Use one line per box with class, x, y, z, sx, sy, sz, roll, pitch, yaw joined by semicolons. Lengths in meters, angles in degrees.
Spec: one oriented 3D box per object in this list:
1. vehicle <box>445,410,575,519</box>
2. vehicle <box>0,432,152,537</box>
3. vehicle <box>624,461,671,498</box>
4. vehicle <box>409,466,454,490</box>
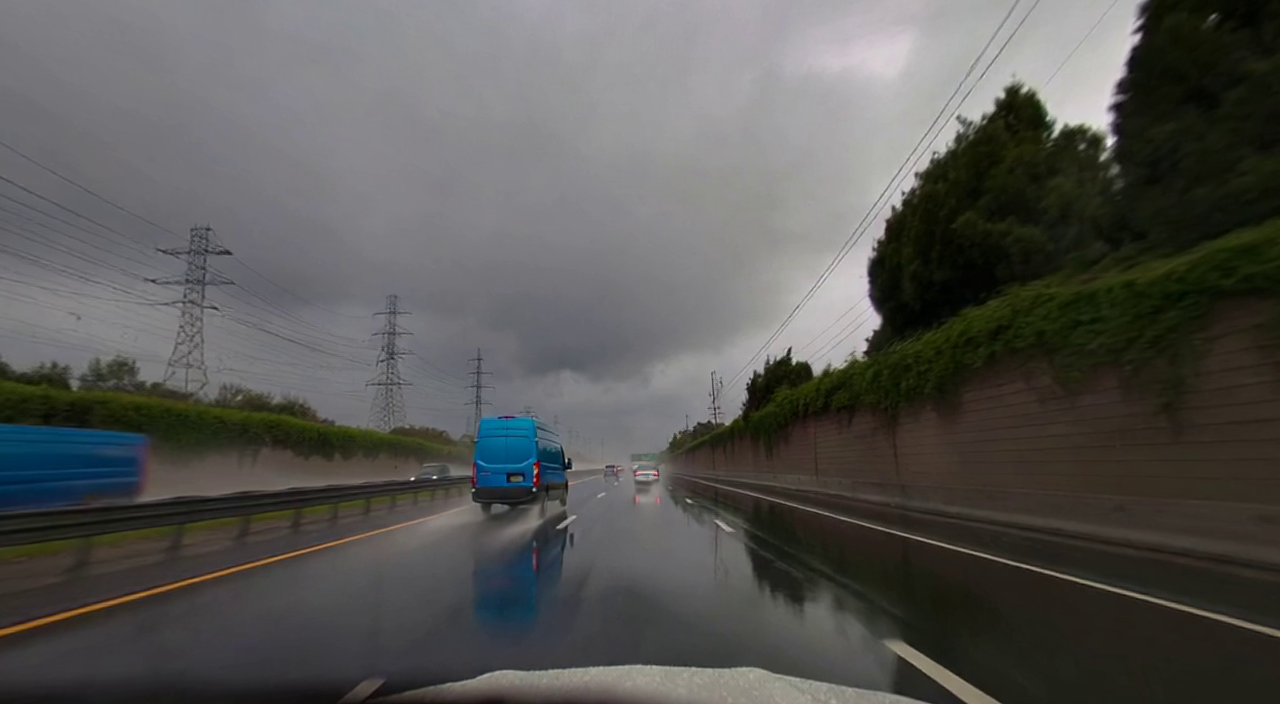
vehicle;-3.518;3.373;18.839;2.394;2.609;6.875;1;-11;0
vehicle;-12.221;2.485;11.984;2.083;1.798;4.610;0;-11;0
vehicle;0.319;5.804;28.848;2.006;1.554;3.863;1;-10;-1
vehicle;-12.745;7.705;38.657;1.579;1.366;3.348;1;-10;-1
